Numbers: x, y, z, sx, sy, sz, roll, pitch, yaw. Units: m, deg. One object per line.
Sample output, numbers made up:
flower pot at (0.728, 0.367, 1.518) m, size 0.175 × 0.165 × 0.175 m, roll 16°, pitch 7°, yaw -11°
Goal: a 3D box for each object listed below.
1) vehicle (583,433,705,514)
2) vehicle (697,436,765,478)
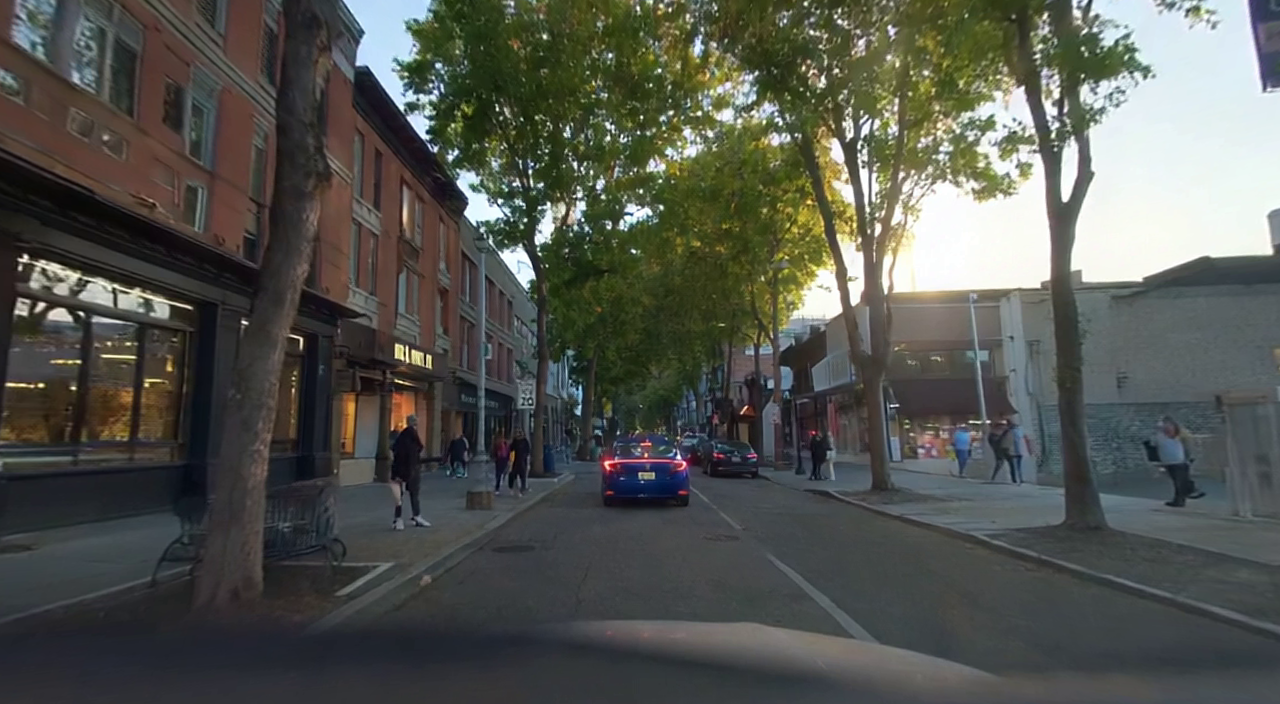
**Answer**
vehicle at (0.055, 2.575, 13.866) m, size 2.261 × 1.474 × 4.130 m, roll 0°, pitch -8°, yaw -1°
vehicle at (3.575, 4.226, 25.712) m, size 2.025 × 1.523 × 4.426 m, roll 0°, pitch -8°, yaw -1°
